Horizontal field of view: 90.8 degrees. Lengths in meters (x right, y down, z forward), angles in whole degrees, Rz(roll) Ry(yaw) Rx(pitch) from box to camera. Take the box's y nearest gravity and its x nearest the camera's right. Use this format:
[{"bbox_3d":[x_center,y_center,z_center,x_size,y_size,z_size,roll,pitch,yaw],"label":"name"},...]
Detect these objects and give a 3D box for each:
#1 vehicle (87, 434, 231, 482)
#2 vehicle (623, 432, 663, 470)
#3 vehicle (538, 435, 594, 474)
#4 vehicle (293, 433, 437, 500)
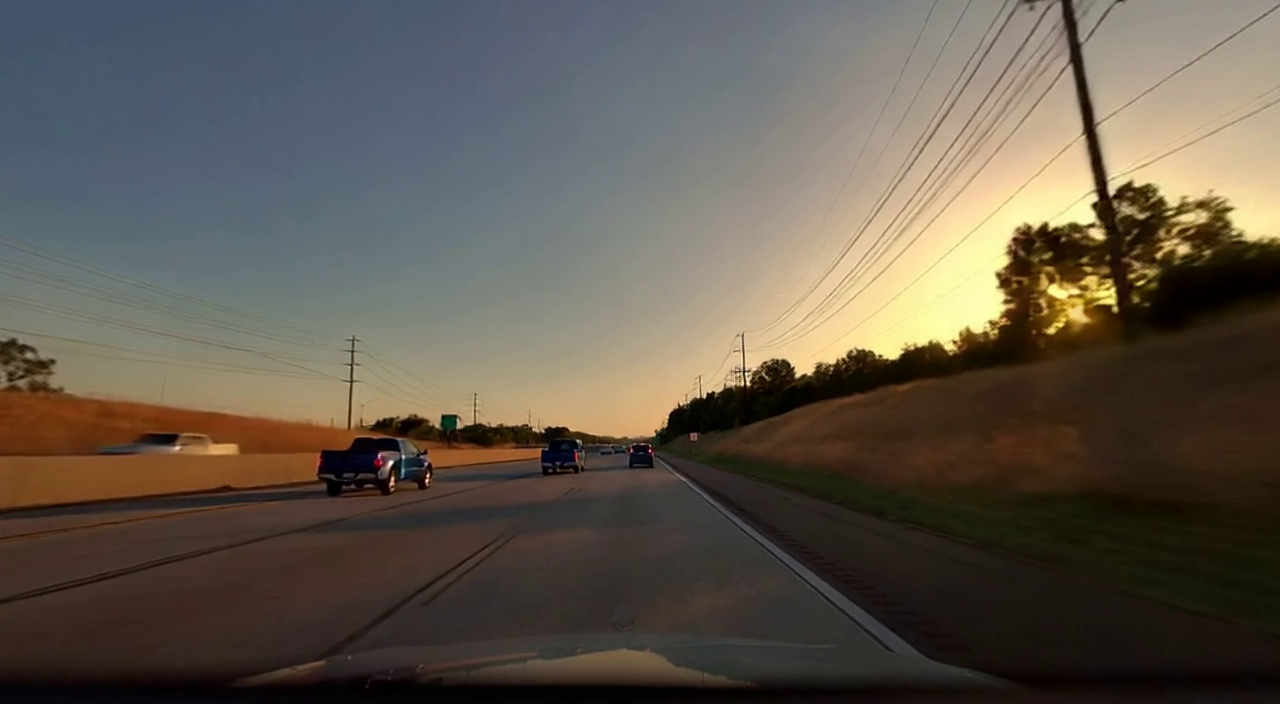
[{"bbox_3d":[-21.065,4.650,28.043,2.146,1.906,5.388,0,-9,0],"label":"vehicle"},{"bbox_3d":[0.189,6.137,39.258,2.358,2.144,4.713,0,-9,0],"label":"vehicle"},{"bbox_3d":[-3.694,5.240,32.354,2.204,1.812,5.289,0,-9,0],"label":"vehicle"},{"bbox_3d":[-7.423,3.133,17.651,2.013,1.609,4.446,0,-9,0],"label":"vehicle"}]
